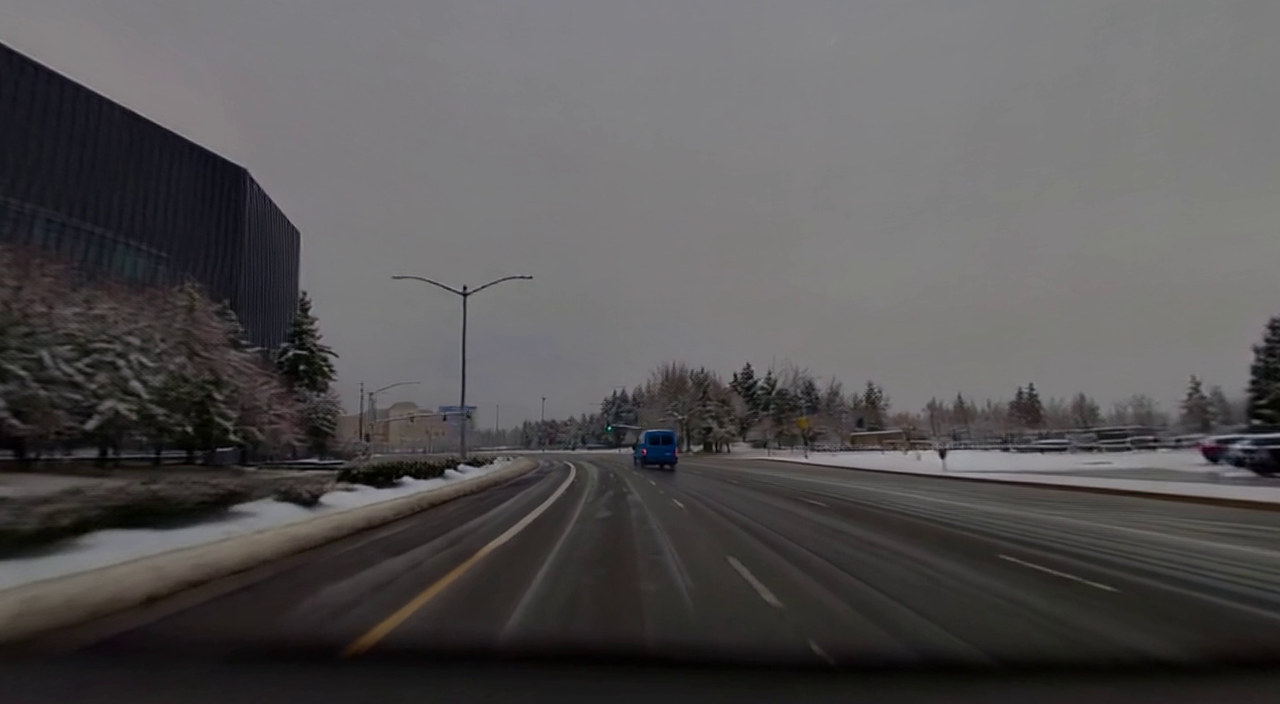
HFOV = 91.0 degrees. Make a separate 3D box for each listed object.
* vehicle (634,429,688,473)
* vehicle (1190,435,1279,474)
[{"bbox_3d":[1.085,5.559,35.524,2.339,2.244,4.817,0,-8,-7],"label":"vehicle"},{"bbox_3d":[25.028,4.130,25.592,3.554,1.382,1.723,-3,-8,1],"label":"vehicle"}]
